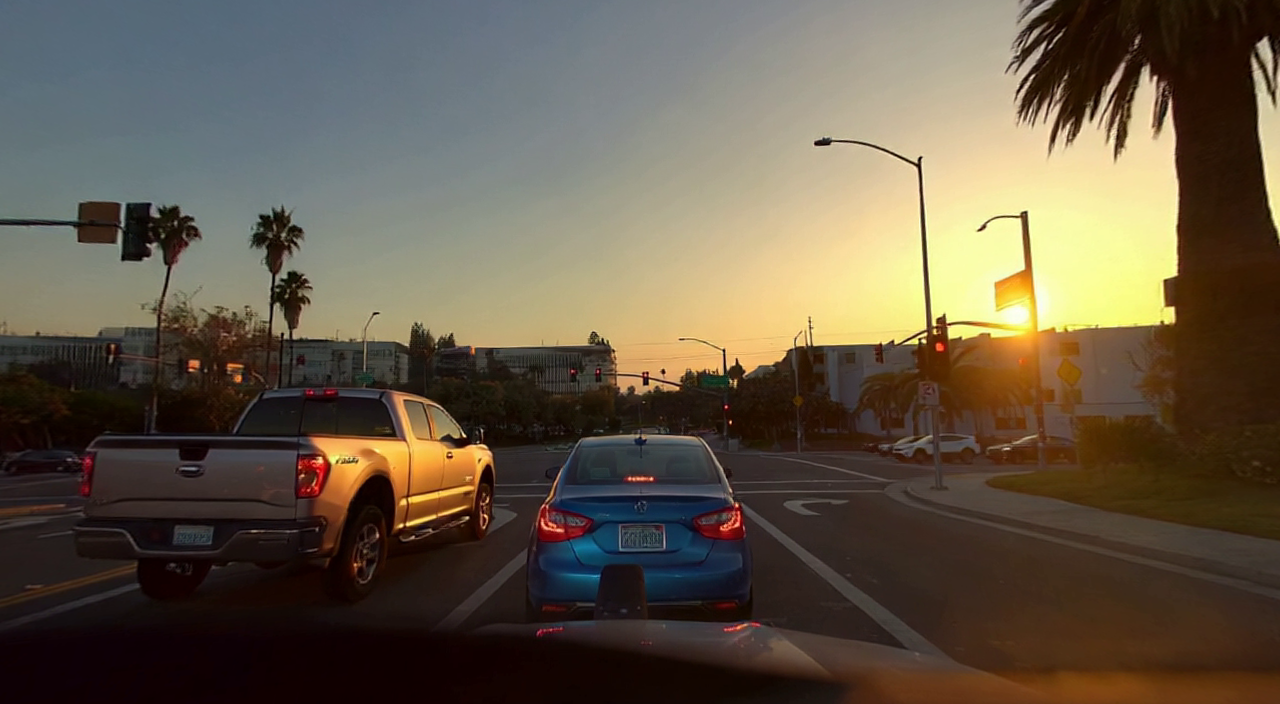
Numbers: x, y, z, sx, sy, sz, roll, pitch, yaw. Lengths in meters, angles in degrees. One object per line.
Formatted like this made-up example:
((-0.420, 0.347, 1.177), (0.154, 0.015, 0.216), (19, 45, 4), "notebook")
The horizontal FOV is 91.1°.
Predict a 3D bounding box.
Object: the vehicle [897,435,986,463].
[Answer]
((18.801, 6.067, 39.305), (4.466, 1.717, 1.963), (0, -8, 2), "vehicle")

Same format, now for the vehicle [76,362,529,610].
((-3.228, 1.477, 7.917), (2.330, 1.969, 5.626), (-1, -8, 3), "vehicle")

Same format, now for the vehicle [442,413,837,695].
((0.030, 1.398, 5.531), (2.122, 1.501, 4.152), (0, -8, 1), "vehicle")

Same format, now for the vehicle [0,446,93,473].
((-37.093, 6.636, 38.855), (4.576, 1.617, 1.937), (0, -8, 2), "vehicle")
